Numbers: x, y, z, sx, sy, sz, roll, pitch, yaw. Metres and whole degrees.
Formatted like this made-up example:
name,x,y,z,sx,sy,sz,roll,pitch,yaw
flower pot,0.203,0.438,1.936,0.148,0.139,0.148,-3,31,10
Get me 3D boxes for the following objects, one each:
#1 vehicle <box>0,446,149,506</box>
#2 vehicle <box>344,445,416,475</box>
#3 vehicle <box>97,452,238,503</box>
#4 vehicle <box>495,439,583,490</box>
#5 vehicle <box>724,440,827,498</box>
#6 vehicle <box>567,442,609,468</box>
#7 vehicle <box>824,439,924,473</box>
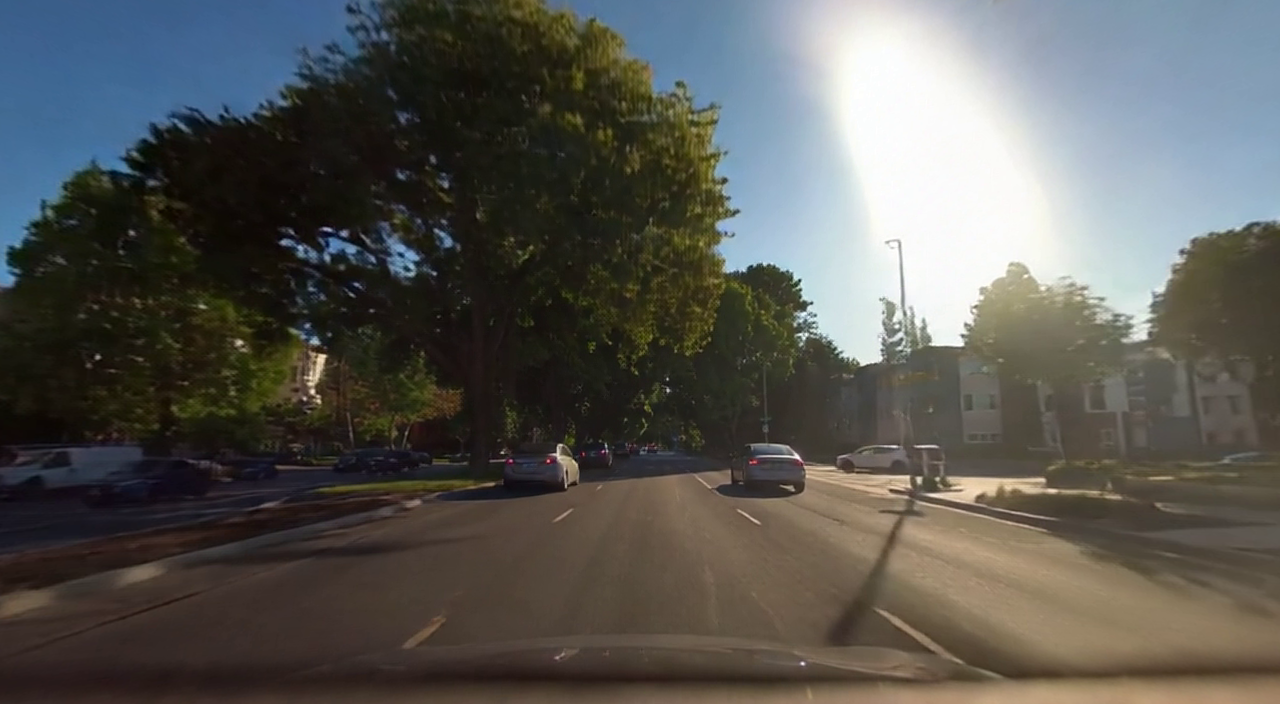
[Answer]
name,x,y,z,sx,sy,sz,roll,pitch,yaw
vehicle,-22.481,4.735,24.608,2.928,2.070,4.368,0,-8,3
vehicle,-18.145,7.521,44.338,2.345,1.906,6.020,0,-8,2
vehicle,-15.991,4.227,21.614,1.804,1.502,3.839,0,-8,1
vehicle,-3.143,3.607,20.615,2.053,1.480,4.381,0,-8,2
vehicle,3.847,3.384,18.738,2.010,1.486,4.498,0,-8,0
vehicle,-3.066,6.179,38.000,1.988,1.497,4.404,0,-8,3
vehicle,12.501,5.579,34.032,4.717,1.733,1.994,-1,-9,10
